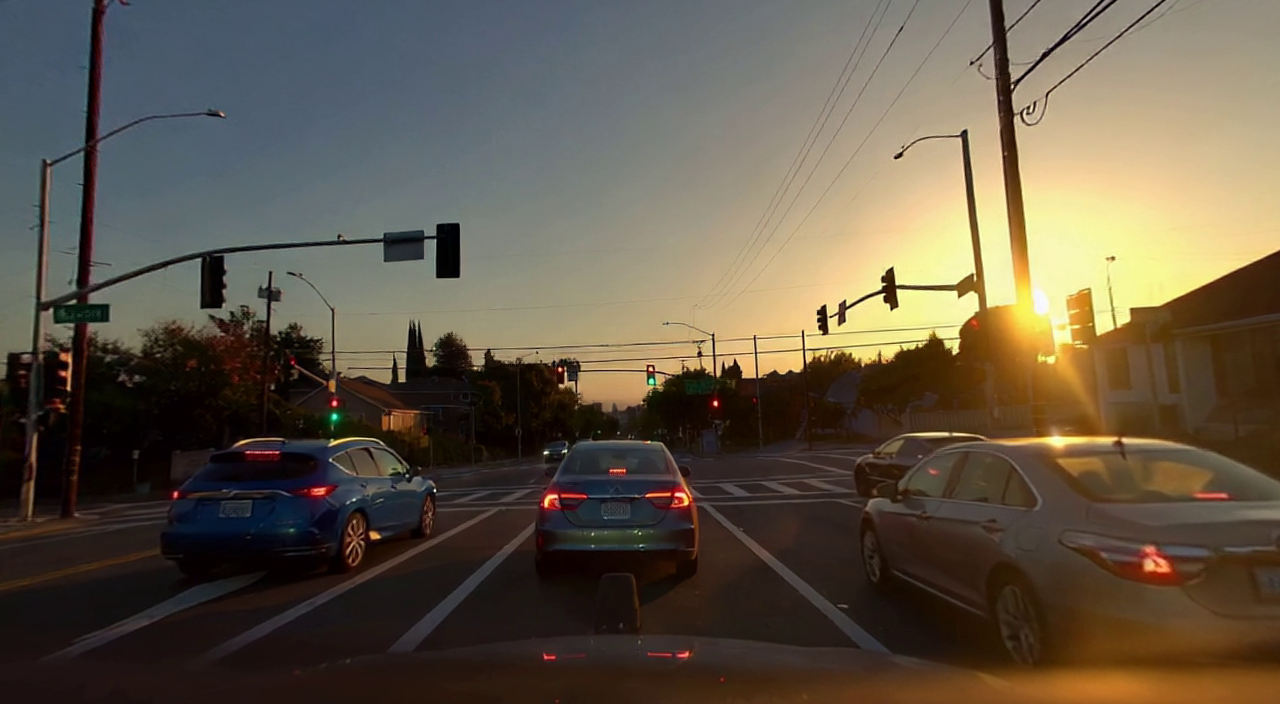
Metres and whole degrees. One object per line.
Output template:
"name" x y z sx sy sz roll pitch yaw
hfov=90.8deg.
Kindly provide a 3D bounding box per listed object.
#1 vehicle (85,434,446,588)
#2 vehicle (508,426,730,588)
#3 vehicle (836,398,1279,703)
"vehicle" -4.363 1.883 8.435 2.106 1.492 4.312 0 -8 1
"vehicle" -0.223 1.757 8.039 2.061 1.485 4.196 0 -8 -1
"vehicle" 2.910 1.203 4.354 1.860 1.494 3.707 0 -8 -1
